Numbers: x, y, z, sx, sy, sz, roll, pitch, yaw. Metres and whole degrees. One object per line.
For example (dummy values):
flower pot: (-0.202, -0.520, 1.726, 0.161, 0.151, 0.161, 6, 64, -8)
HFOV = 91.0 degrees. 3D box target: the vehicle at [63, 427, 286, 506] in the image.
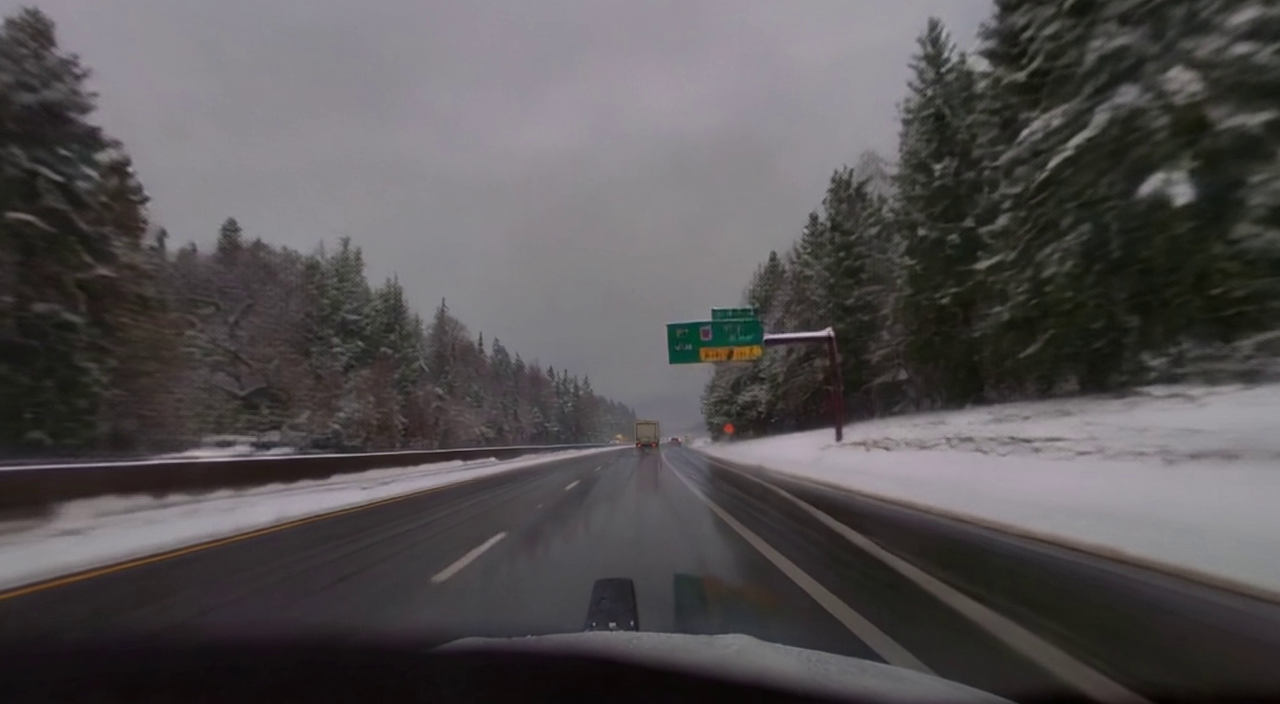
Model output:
vehicle: (-11.248, 2.769, 15.791, 2.053, 1.638, 4.747, 0, -8, -2)
